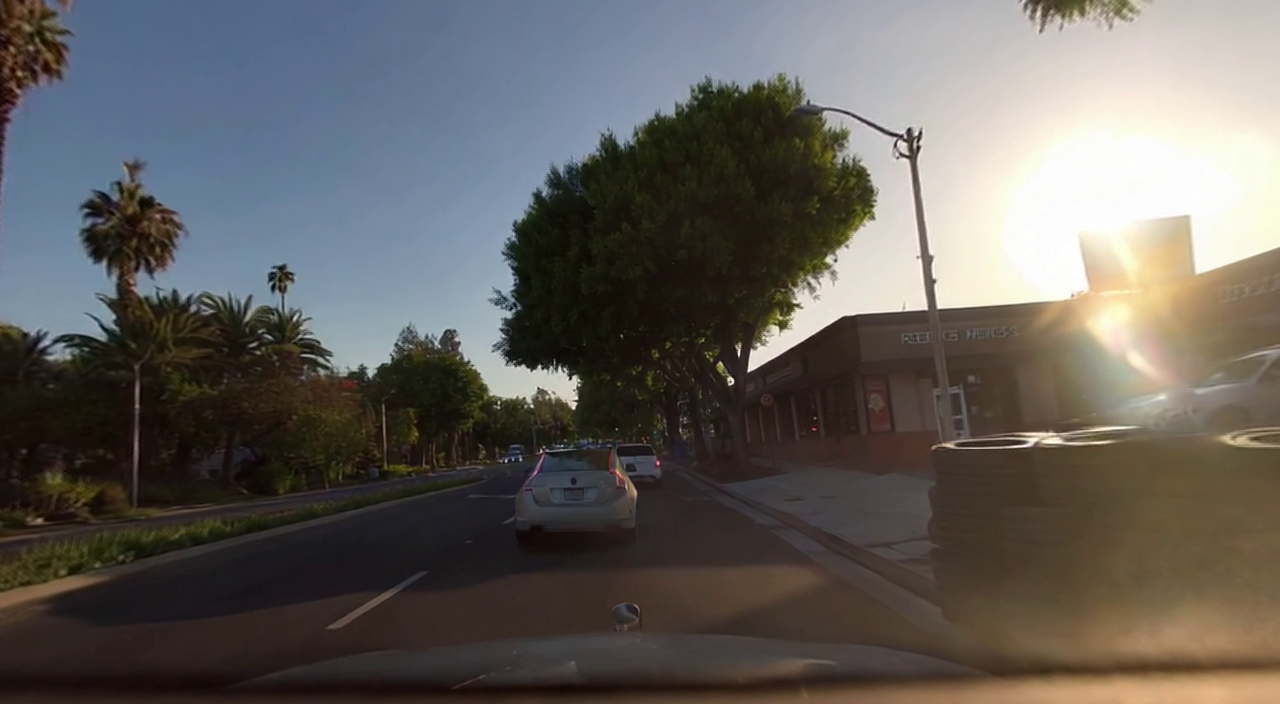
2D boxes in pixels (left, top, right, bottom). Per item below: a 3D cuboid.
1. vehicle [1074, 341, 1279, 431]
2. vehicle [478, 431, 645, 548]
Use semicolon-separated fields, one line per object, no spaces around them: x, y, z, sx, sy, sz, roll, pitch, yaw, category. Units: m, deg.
13.347;0.988;15.543;1.854;1.693;4.798;-1;-9;0;vehicle
-1.065;2.090;10.316;2.169;1.495;4.048;0;-8;-1;vehicle
